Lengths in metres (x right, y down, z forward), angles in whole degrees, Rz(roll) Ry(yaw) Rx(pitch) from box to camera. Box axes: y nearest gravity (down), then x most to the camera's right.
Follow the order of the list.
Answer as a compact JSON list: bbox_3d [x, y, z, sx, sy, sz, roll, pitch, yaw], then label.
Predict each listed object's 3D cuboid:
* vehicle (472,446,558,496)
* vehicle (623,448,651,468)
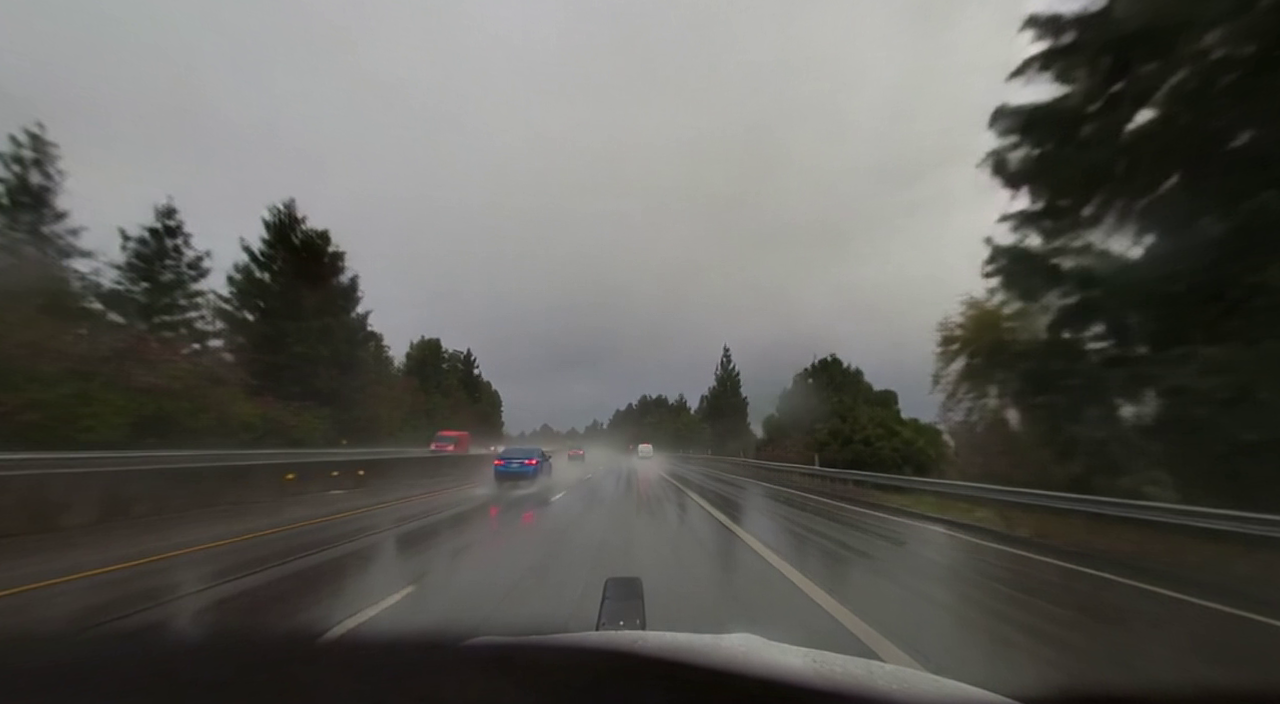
[{"bbox_3d":[-4.101,3.963,21.536,1.957,1.499,4.965,0,-9,0],"label":"vehicle"},{"bbox_3d":[-0.277,8.193,48.895,2.031,1.483,3.417,0,-9,-2],"label":"vehicle"}]
